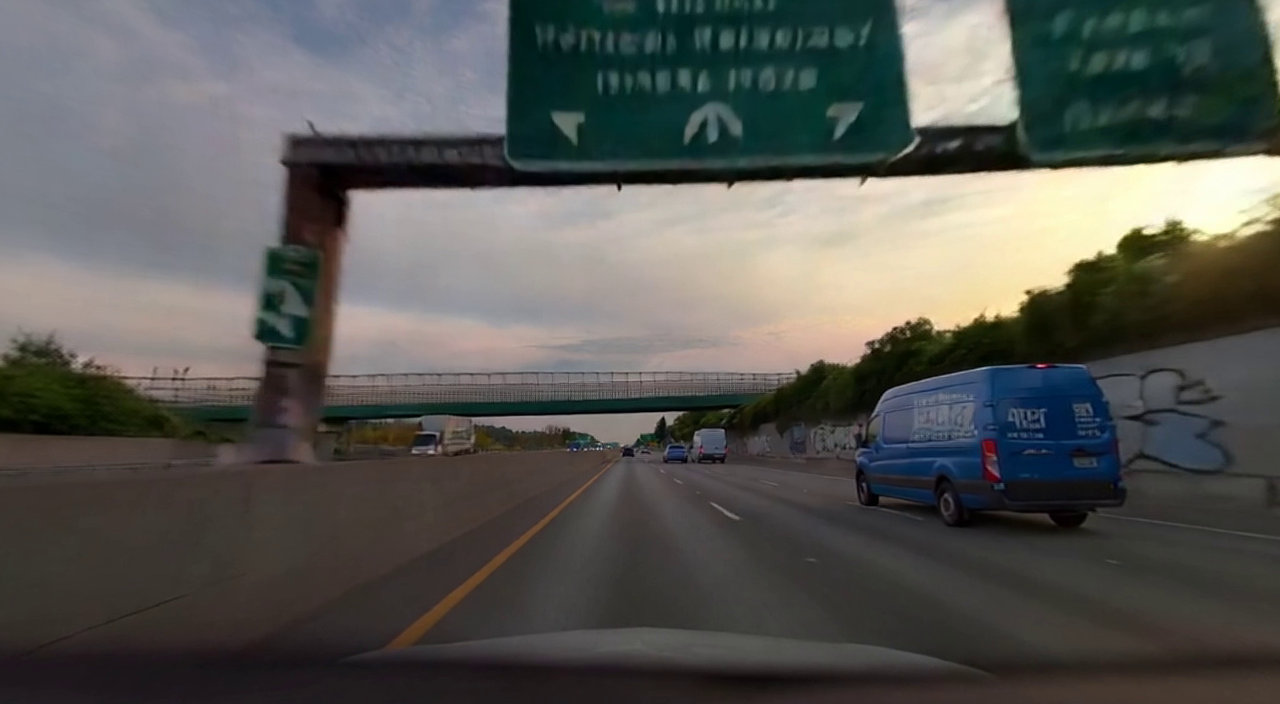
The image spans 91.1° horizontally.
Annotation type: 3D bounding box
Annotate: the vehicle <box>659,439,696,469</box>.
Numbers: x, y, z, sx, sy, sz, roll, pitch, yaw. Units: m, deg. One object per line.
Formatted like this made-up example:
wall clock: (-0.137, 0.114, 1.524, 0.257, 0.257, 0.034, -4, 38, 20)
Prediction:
vehicle: (2.543, 7.102, 43.873, 2.007, 1.943, 5.010, 0, -9, -3)

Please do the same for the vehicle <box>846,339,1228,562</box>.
vehicle: (5.642, 1.572, 10.358, 2.283, 2.631, 5.719, 0, -9, -2)
